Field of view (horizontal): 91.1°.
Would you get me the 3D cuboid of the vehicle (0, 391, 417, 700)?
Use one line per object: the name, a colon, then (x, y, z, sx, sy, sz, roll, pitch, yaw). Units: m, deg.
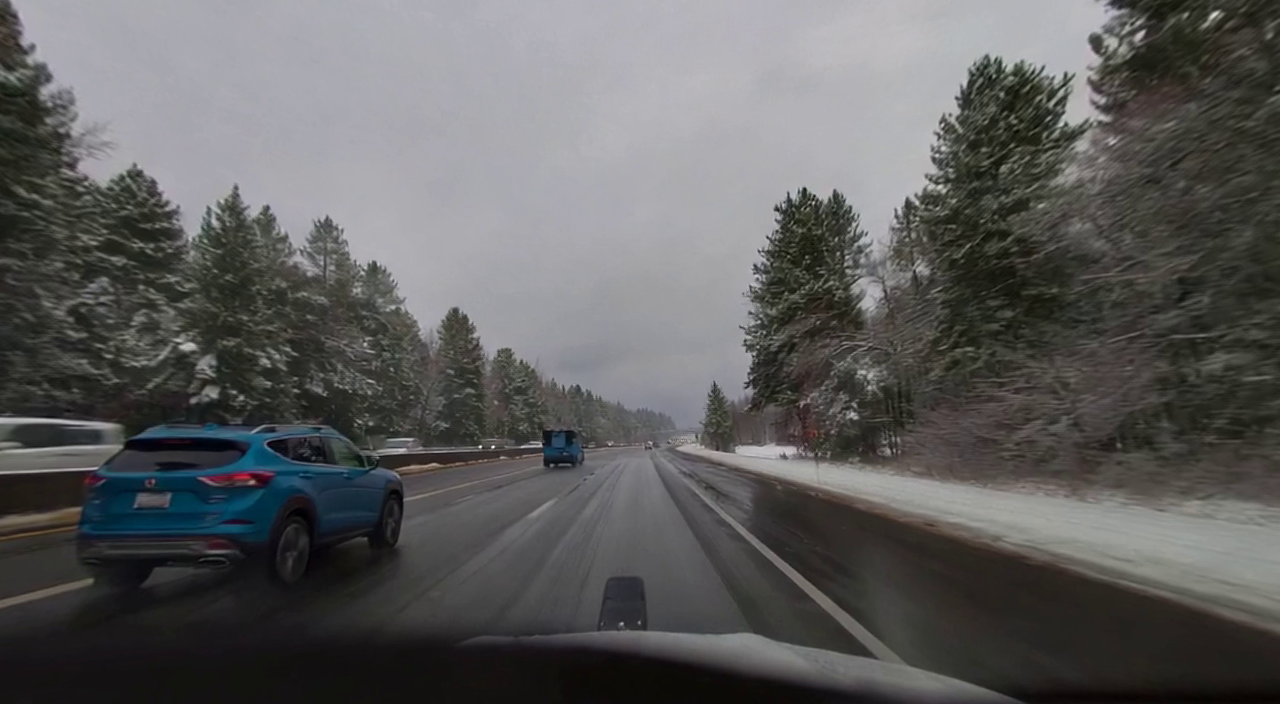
vehicle: (-3.920, 1.338, 5.657, 2.053, 1.589, 4.671, 0, -8, 1)

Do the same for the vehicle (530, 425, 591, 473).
vehicle: (-3.724, 4.666, 30.395, 2.241, 2.095, 4.985, 0, -8, 0)
